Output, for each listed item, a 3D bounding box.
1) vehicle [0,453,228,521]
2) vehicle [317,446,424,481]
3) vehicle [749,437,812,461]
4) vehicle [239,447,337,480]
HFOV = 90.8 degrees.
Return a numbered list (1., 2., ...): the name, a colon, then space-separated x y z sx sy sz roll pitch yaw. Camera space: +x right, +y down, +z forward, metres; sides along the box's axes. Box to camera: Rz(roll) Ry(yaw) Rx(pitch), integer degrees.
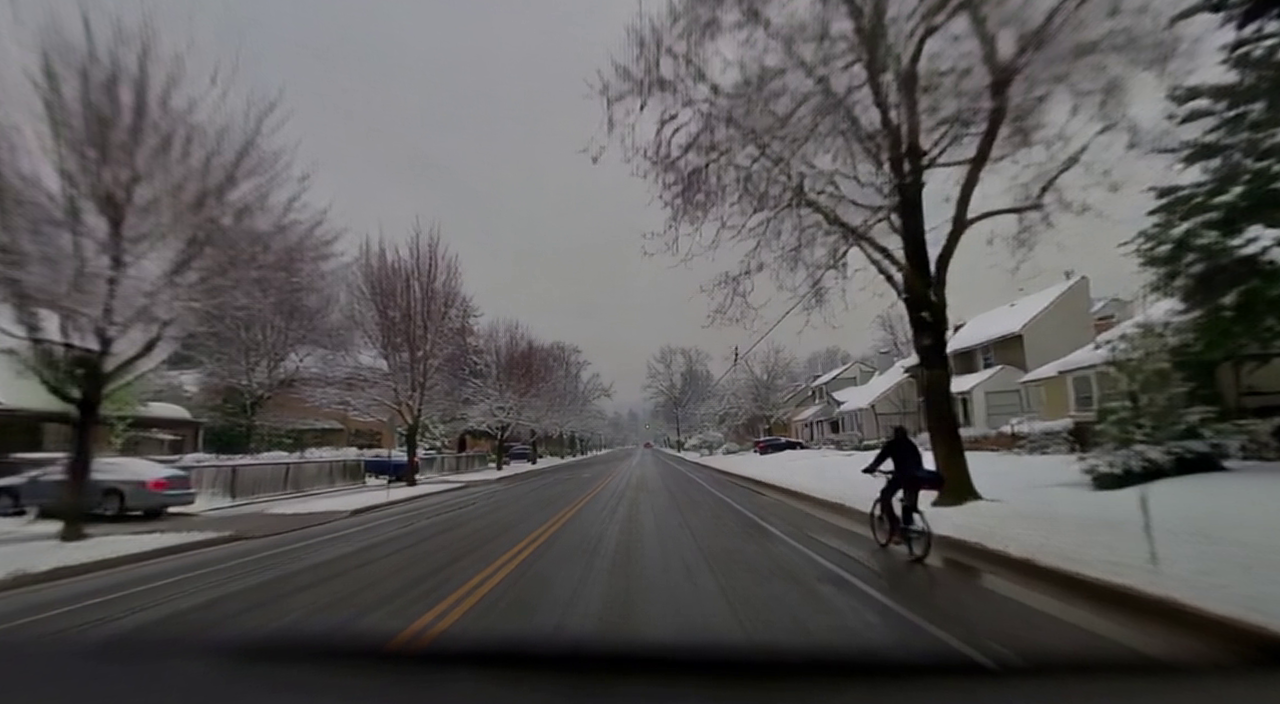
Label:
1. vehicle: -12.892 3.149 15.044 4.717 1.465 1.887 0 -9 -3
2. vehicle: -13.704 5.682 32.328 4.587 1.722 1.906 0 -9 -1
3. vehicle: 10.808 7.519 48.870 4.449 1.765 1.917 -1 -9 4
4. vehicle: -19.536 6.142 35.124 4.455 1.707 1.939 6 -11 -36
